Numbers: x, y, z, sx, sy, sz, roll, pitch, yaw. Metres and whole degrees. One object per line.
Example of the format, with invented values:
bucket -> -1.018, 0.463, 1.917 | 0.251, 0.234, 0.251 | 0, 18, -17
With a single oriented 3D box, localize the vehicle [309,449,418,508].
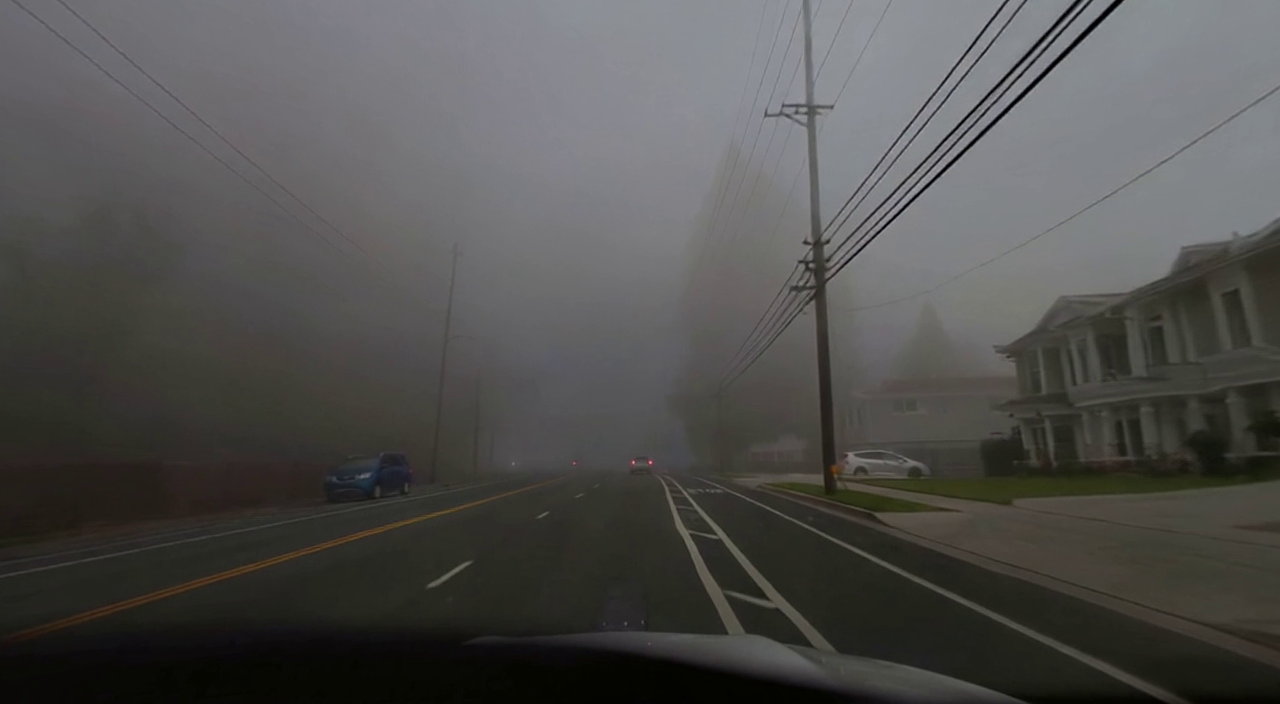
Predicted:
vehicle -> -10.974, 5.008, 25.532 | 1.998, 2.047, 5.167 | 0, -8, 1

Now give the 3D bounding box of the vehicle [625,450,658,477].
vehicle -> 0.132, 8.213, 46.835 | 2.284, 1.741, 4.702 | 2, -8, 1

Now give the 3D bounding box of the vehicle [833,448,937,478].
vehicle -> 12.788, 5.815, 33.092 | 4.648, 1.511, 1.919 | 0, -8, -2
